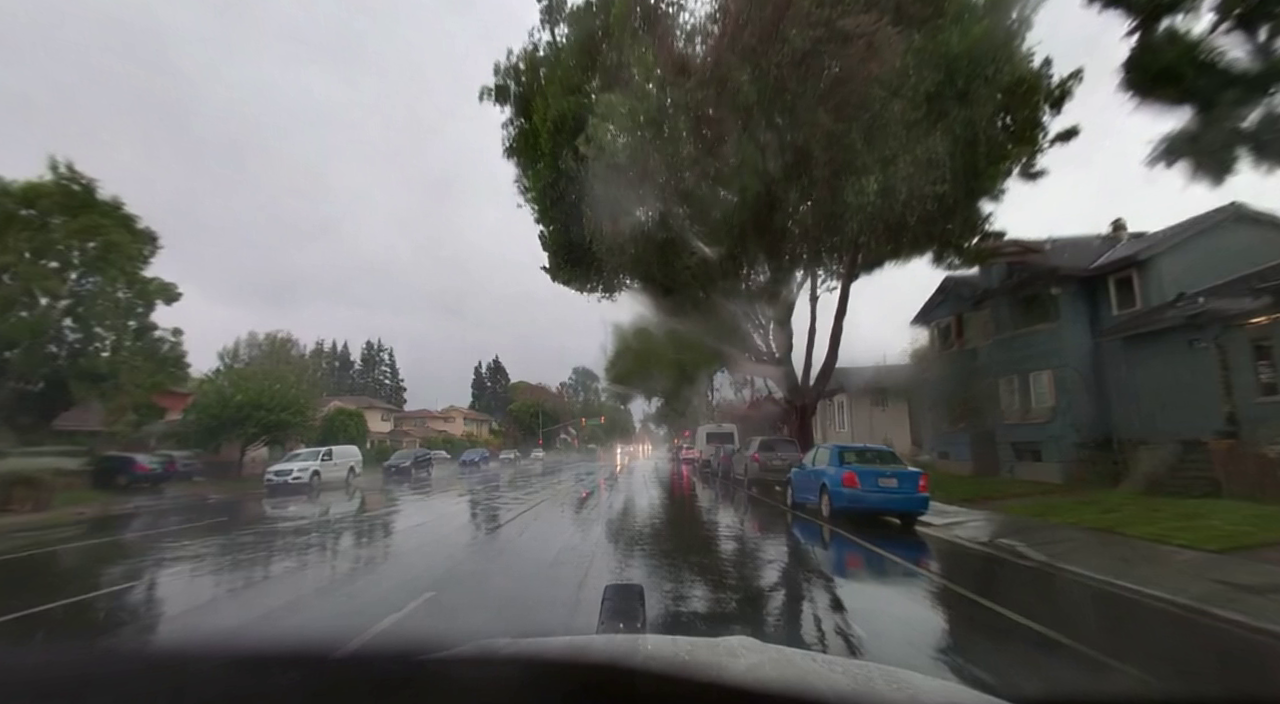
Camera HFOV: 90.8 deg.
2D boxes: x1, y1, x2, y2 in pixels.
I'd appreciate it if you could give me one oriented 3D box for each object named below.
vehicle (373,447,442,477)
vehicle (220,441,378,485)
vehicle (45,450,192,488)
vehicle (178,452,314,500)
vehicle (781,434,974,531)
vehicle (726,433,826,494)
[{"bbox_3d":[-13.680,6.486,37.504,2.045,1.636,5.214,0,-8,1],"label":"vehicle"},{"bbox_3d":[-15.384,5.034,28.823,5.783,1.904,2.289,0,-9,-3],"label":"vehicle"},{"bbox_3d":[-21.287,4.769,25.959,4.112,1.474,2.134,0,-9,-2],"label":"vehicle"},{"bbox_3d":[-13.640,4.277,22.246,2.141,1.463,4.245,0,-8,-2],"label":"vehicle"},{"bbox_3d":[4.262,2.389,12.203,1.862,1.515,4.233,0,-9,-4],"label":"vehicle"},{"bbox_3d":[4.201,3.524,20.329,2.067,1.706,4.506,0,-9,-2],"label":"vehicle"}]
